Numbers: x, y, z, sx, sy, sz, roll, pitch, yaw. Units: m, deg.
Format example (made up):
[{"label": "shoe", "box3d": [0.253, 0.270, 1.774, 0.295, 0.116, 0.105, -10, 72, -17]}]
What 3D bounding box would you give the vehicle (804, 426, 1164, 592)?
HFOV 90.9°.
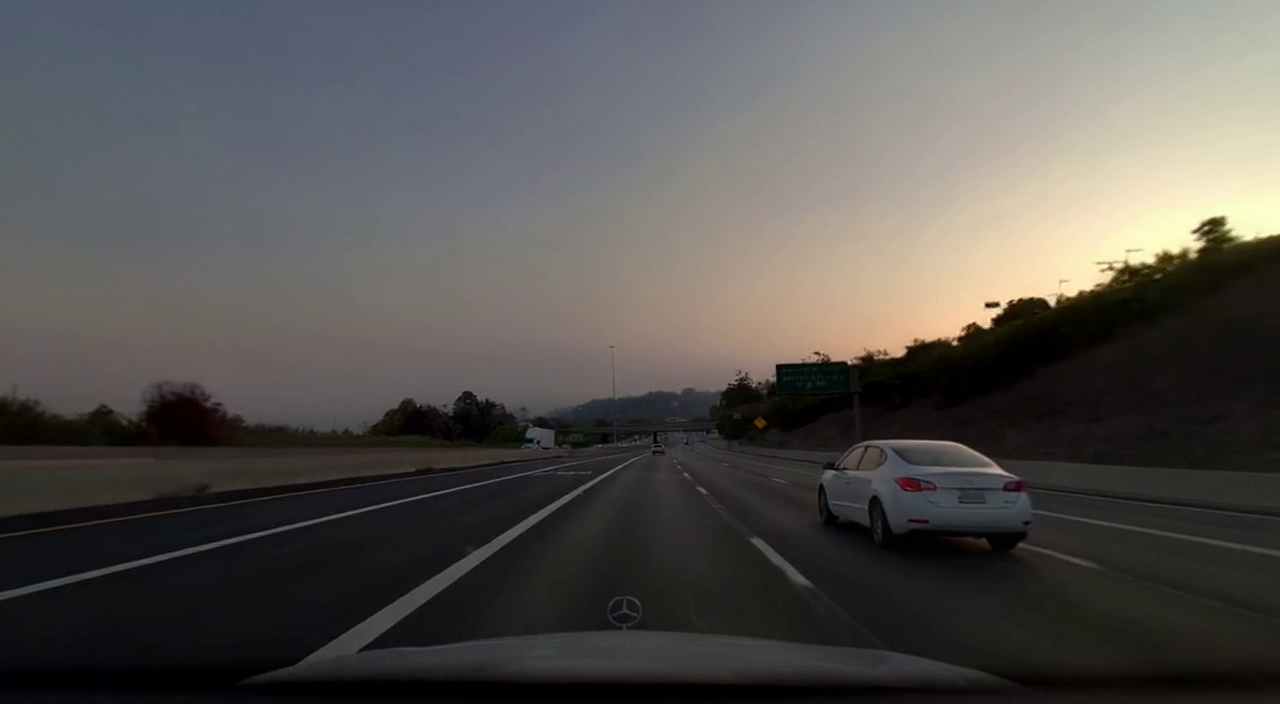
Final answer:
[{"label": "vehicle", "box3d": [3.742, 1.777, 8.123, 1.999, 1.492, 4.673, 0, -8, 0]}]
